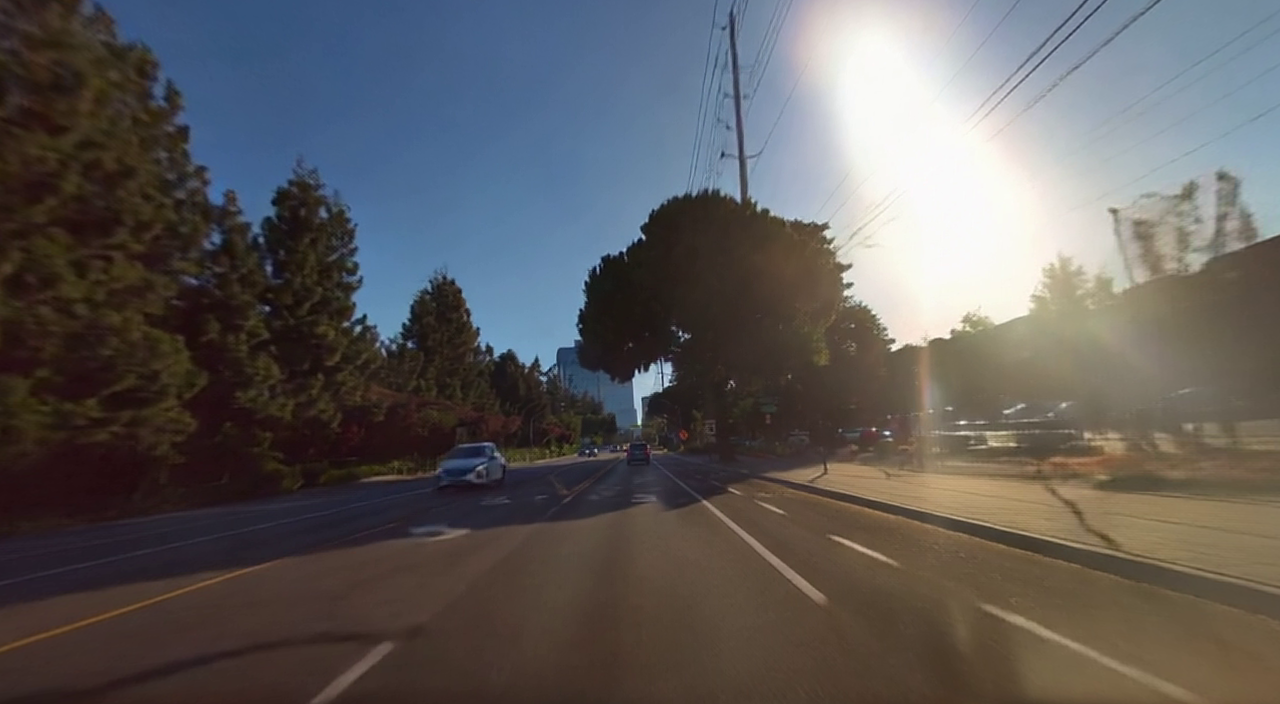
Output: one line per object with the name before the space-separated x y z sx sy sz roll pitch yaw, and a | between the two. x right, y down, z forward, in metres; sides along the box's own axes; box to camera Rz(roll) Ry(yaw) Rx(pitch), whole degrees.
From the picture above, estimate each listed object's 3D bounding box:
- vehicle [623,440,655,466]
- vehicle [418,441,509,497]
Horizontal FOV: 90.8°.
vehicle | -0.094 7.121 44.673 2.163 1.746 4.073 -1 -8 0
vehicle | -6.011 3.997 22.062 1.960 1.704 4.229 -1 -8 0
